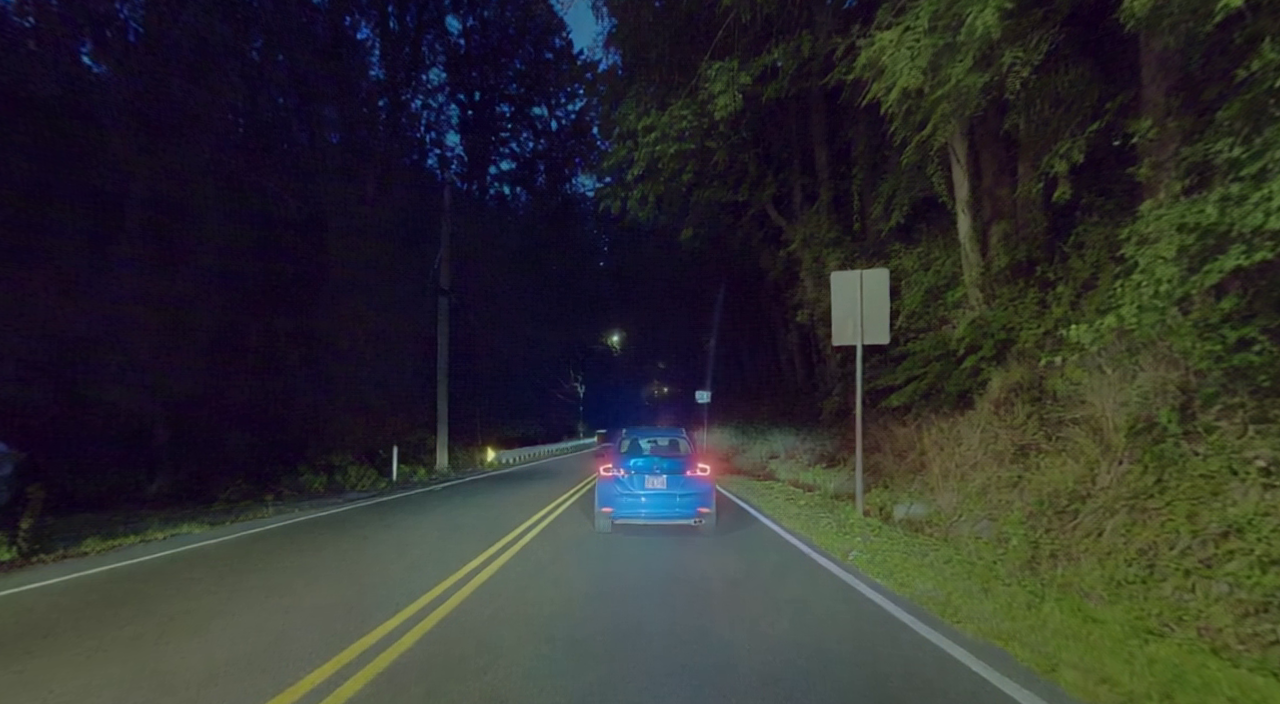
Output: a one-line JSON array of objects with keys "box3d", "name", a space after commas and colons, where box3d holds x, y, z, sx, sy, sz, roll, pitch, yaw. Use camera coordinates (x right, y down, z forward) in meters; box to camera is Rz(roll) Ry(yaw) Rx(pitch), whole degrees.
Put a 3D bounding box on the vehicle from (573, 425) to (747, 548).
[{"box3d": [0.272, 1.978, 9.862, 2.187, 1.533, 3.726, 0, -8, 1], "name": "vehicle"}]
